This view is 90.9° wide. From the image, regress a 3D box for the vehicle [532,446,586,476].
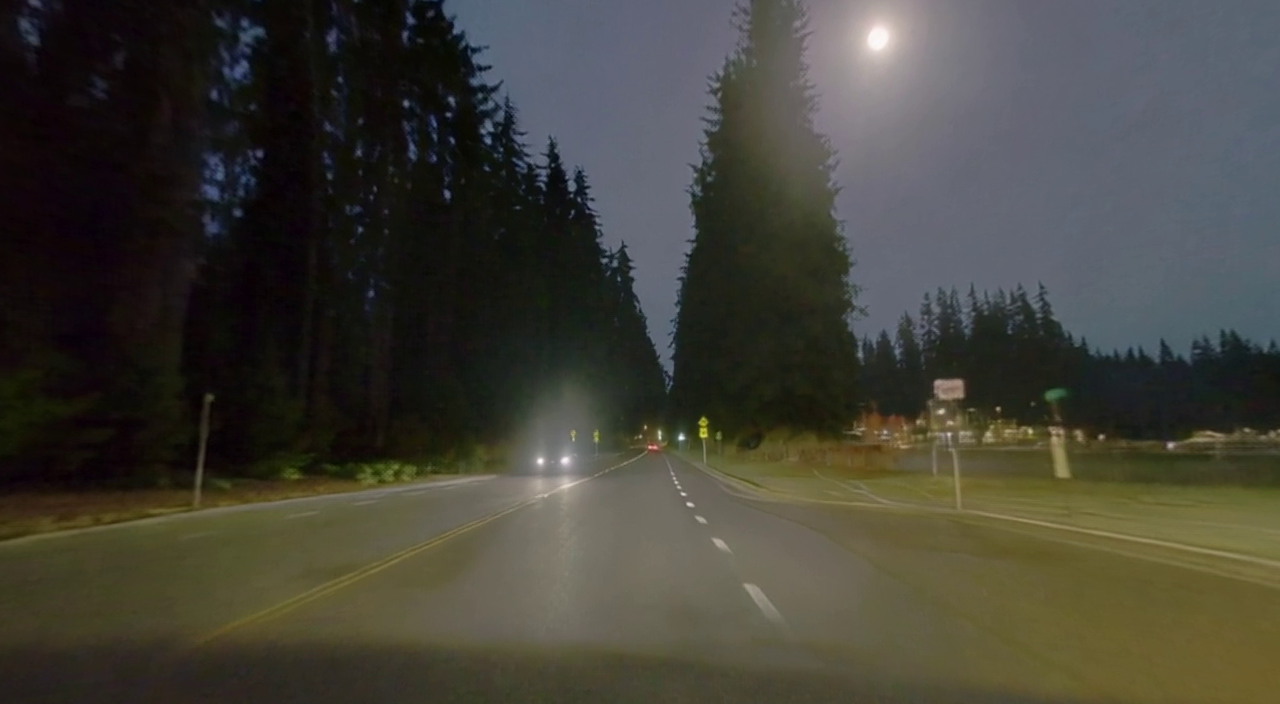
[{"bbox_3d":[-3.964,5.396,31.450,1.923,1.366,3.965,-1,-8,4],"label":"vehicle"}]
